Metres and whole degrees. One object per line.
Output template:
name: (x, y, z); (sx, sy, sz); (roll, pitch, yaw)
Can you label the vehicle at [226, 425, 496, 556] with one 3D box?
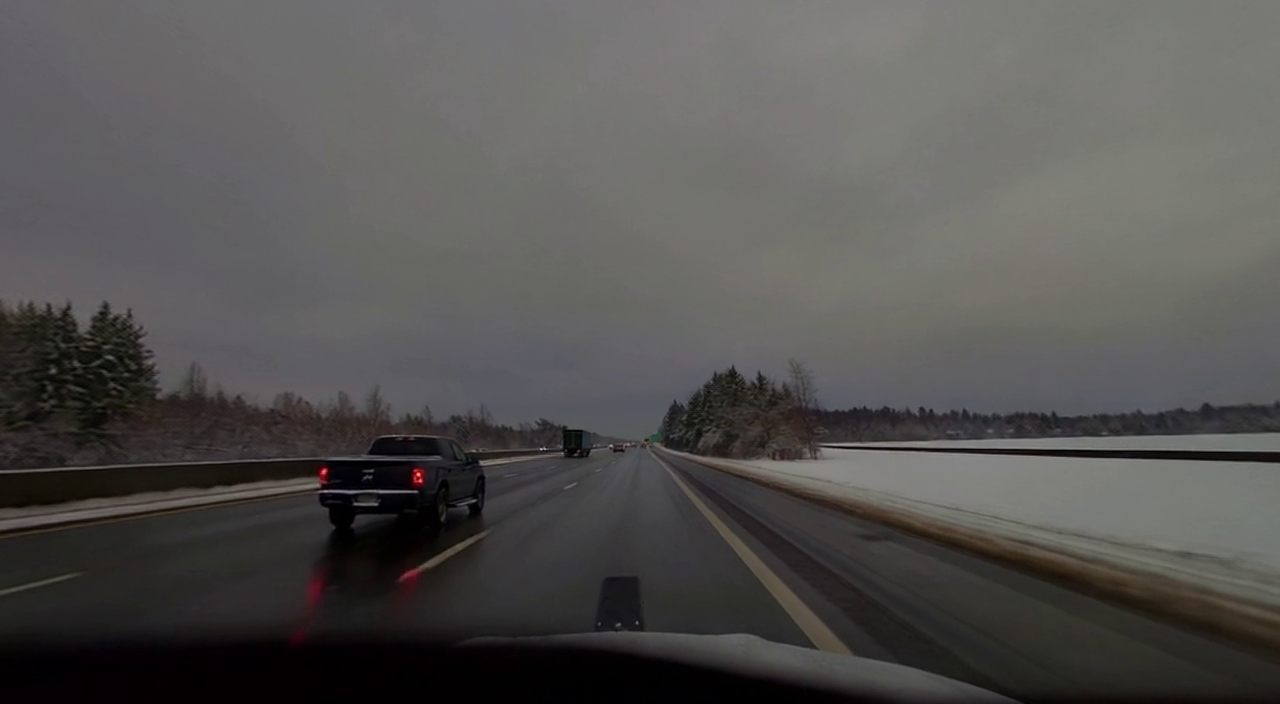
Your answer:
vehicle: (-3.898, 2.027, 9.990); (2.028, 1.553, 4.820); (0, -9, 1)
